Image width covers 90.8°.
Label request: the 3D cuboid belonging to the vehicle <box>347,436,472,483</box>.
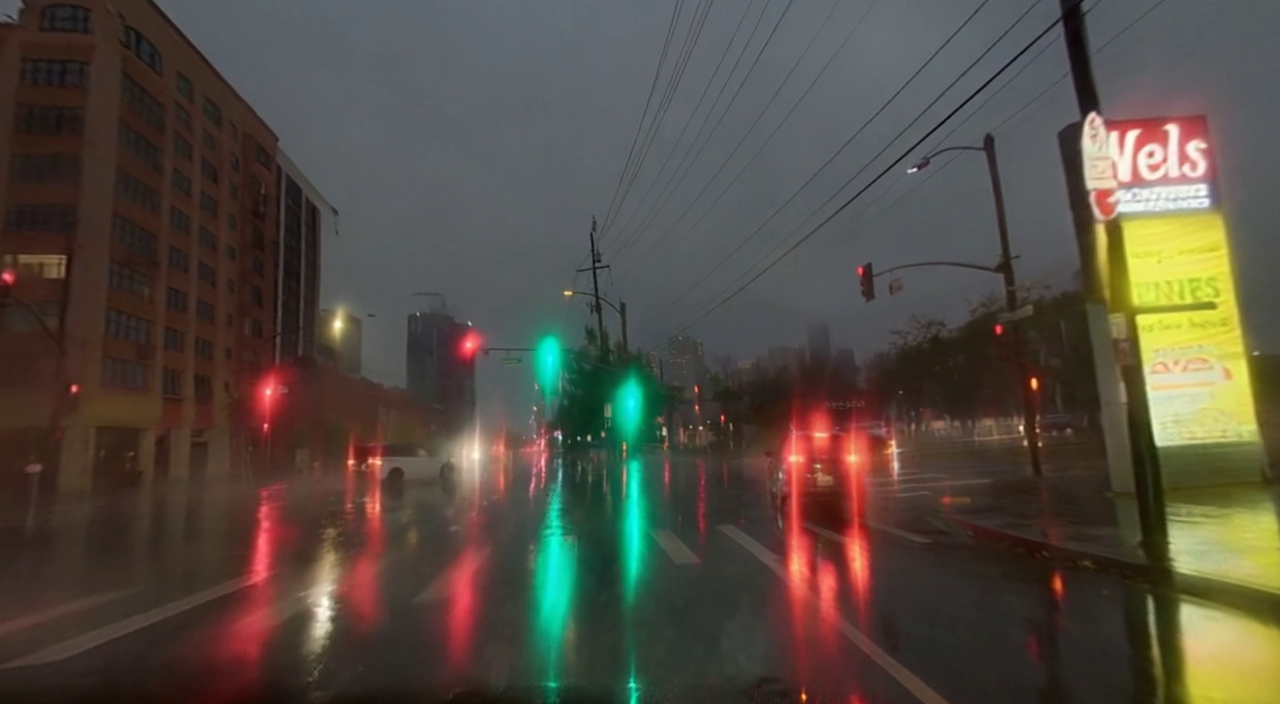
[{"bbox_3d":[-8.637,4.058,24.119,2.166,1.579,4.300,-3,-9,19],"label":"vehicle"}]

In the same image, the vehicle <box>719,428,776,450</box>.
[{"bbox_3d":[7.557,6.181,44.645,1.866,1.430,3.901,5,-10,-31],"label":"vehicle"}]

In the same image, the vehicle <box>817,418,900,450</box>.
[{"bbox_3d":[12.745,4.828,36.889,4.474,1.788,2.039,4,-10,-29],"label":"vehicle"}]

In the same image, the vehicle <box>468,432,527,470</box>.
[{"bbox_3d":[-7.030,4.929,31.594,2.105,1.761,4.292,0,-8,-3],"label":"vehicle"}]

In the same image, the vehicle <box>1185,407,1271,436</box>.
[{"bbox_3d":[33.161,3.963,35.628,4.707,1.487,1.907,4,-9,-27],"label":"vehicle"}]

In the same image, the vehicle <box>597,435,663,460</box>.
[{"bbox_3d":[-0.746,6.958,46.160,4.506,1.733,1.857,2,-9,-14],"label":"vehicle"}]
